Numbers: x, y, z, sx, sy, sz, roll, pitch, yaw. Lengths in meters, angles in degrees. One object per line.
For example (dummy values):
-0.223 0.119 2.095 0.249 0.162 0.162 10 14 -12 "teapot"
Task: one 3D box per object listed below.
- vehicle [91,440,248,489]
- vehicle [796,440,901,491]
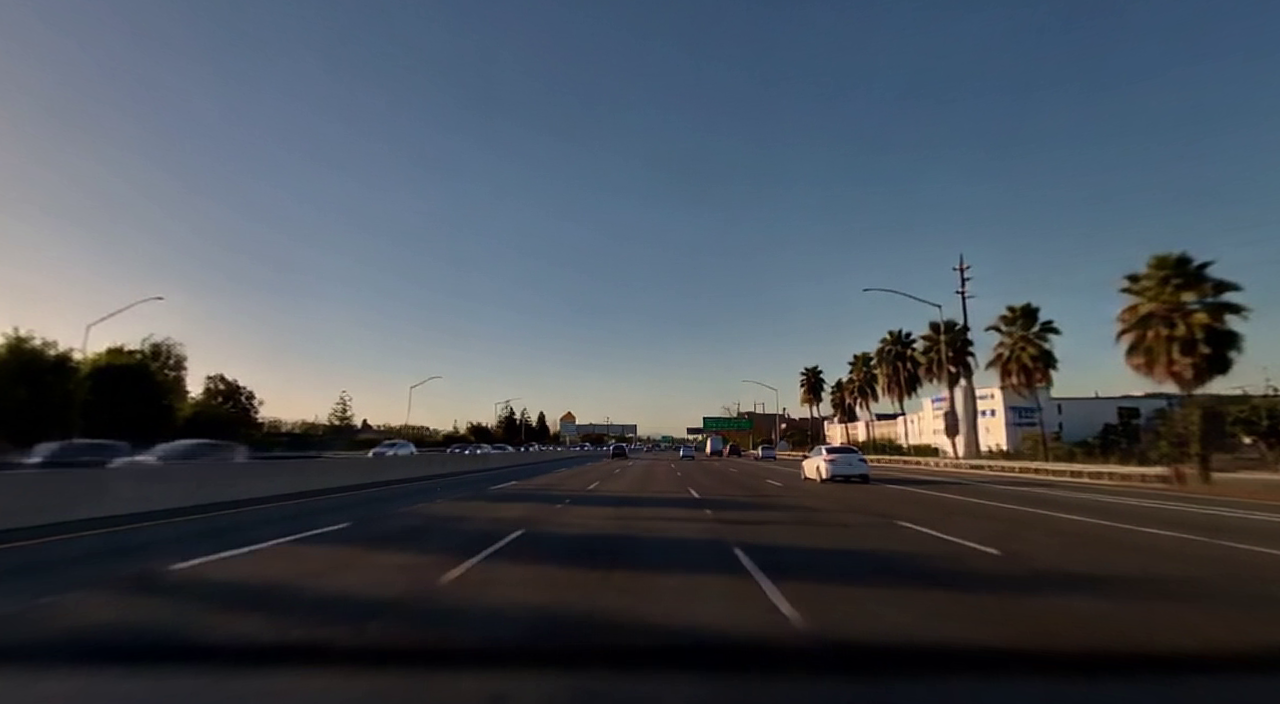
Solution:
-15.776 3.778 21.514 1.884 1.475 4.400 -1 -8 2 "vehicle"
7.002 3.851 21.762 2.071 1.543 4.702 0 -8 1 "vehicle"
